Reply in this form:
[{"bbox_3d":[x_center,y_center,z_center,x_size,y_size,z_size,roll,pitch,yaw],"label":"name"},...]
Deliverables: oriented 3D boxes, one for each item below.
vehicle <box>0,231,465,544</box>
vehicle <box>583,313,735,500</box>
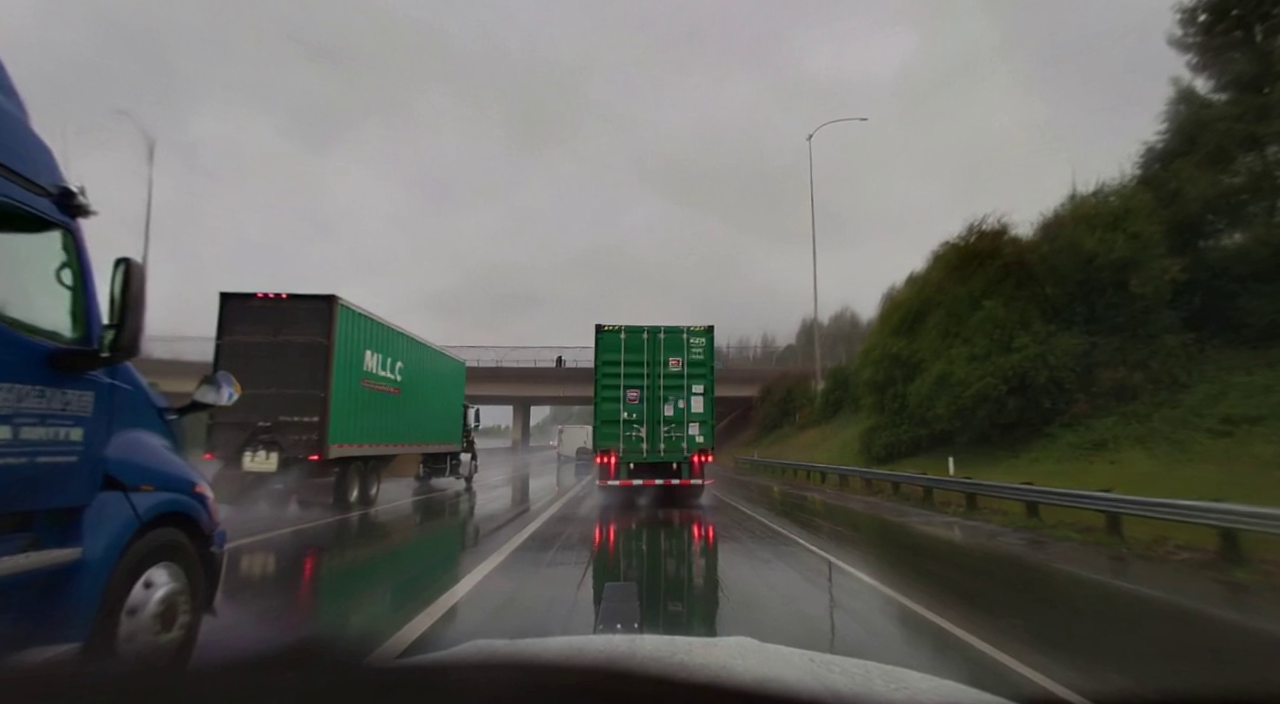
[{"bbox_3d":[-7.170,1.279,14.271,3.023,4.139,11.860,0,-9,0],"label":"vehicle"},{"bbox_3d":[0.351,1.744,18.020,3.357,4.212,7.519,0,-9,-1],"label":"vehicle"}]
